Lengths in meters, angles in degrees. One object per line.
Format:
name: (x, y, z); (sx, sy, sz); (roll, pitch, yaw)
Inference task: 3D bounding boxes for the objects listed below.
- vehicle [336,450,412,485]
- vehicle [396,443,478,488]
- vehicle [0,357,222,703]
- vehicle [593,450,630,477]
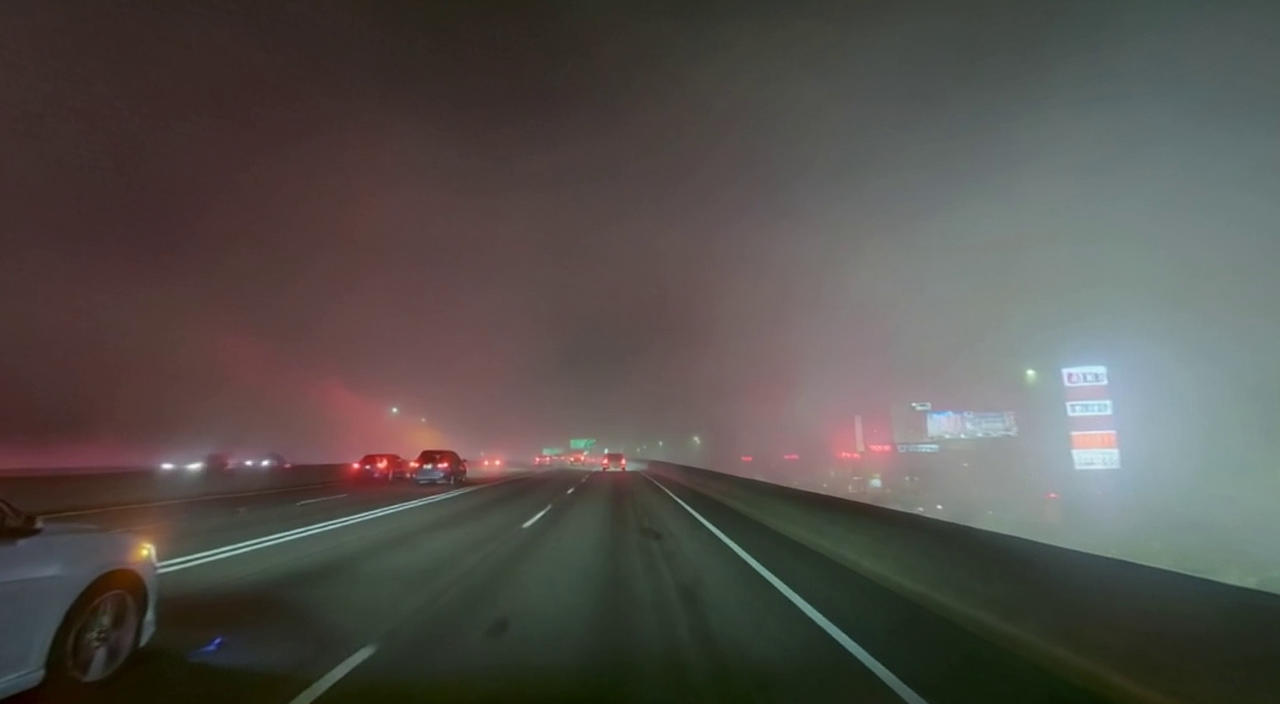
vehicle: (-12.346, 5.359, 29.520); (1.936, 1.501, 3.900); (0, -9, -2)
vehicle: (-8.412, 4.717, 26.514); (2.065, 1.689, 4.399); (0, -9, -1)
vehicle: (-3.624, 0.738, 1.528); (2.036, 1.717, 4.592); (0, -9, 0)
vehicle: (-1.736, 6.791, 38.590); (2.110, 1.501, 4.319); (0, -9, -3)
